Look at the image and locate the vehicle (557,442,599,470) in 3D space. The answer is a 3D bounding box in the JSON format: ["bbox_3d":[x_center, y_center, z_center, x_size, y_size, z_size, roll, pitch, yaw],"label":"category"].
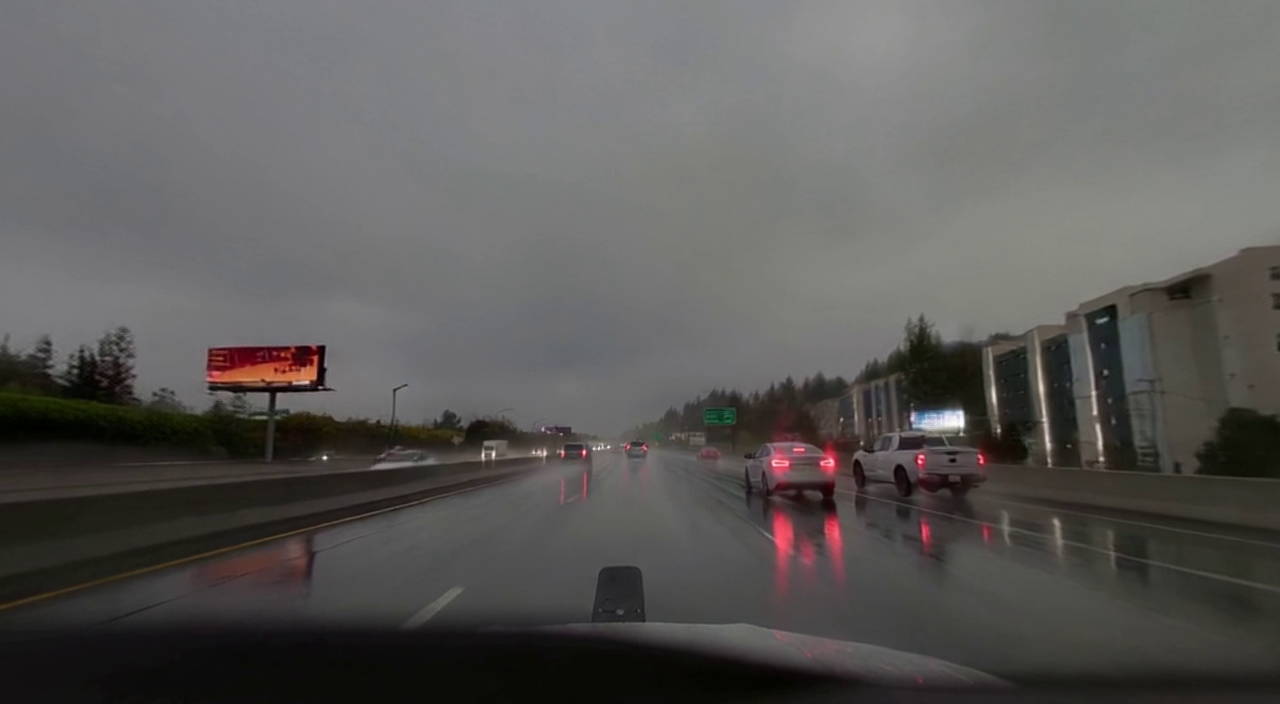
[{"bbox_3d":[-3.966,6.765,41.252,2.256,1.756,4.745,0,-9,0],"label":"vehicle"}]

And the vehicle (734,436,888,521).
[{"bbox_3d":[3.444,2.647,13.756,1.987,1.509,4.512,0,-9,-1],"label":"vehicle"}]

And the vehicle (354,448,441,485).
[{"bbox_3d":[-10.703,5.050,28.285,2.007,1.506,4.586,0,-9,1],"label":"vehicle"}]

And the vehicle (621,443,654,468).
[{"bbox_3d":[-0.198,7.313,44.627,2.191,1.685,4.015,0,-9,-1],"label":"vehicle"}]

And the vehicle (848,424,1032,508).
[{"bbox_3d":[7.302,2.845,16.137,2.176,1.793,4.841,0,-9,-2],"label":"vehicle"}]
